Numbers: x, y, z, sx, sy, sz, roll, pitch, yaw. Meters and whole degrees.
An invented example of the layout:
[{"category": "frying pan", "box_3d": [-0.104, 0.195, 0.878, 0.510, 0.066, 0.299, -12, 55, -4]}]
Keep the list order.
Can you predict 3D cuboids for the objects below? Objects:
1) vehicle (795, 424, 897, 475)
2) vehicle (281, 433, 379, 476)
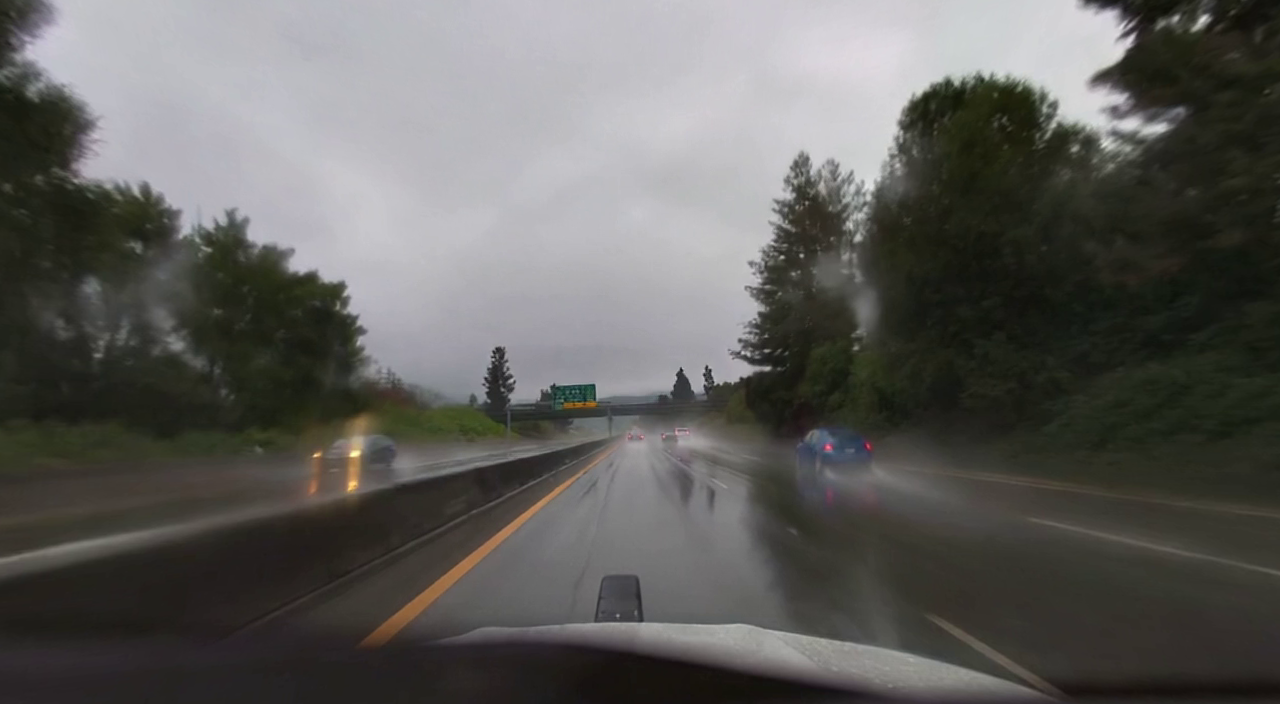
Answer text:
[{"category": "vehicle", "box_3d": [6.991, 3.334, 21.865, 1.940, 1.578, 4.122, 0, -8, -3]}, {"category": "vehicle", "box_3d": [-12.841, 4.253, 26.467, 1.932, 1.630, 4.386, 0, -8, -1]}]
